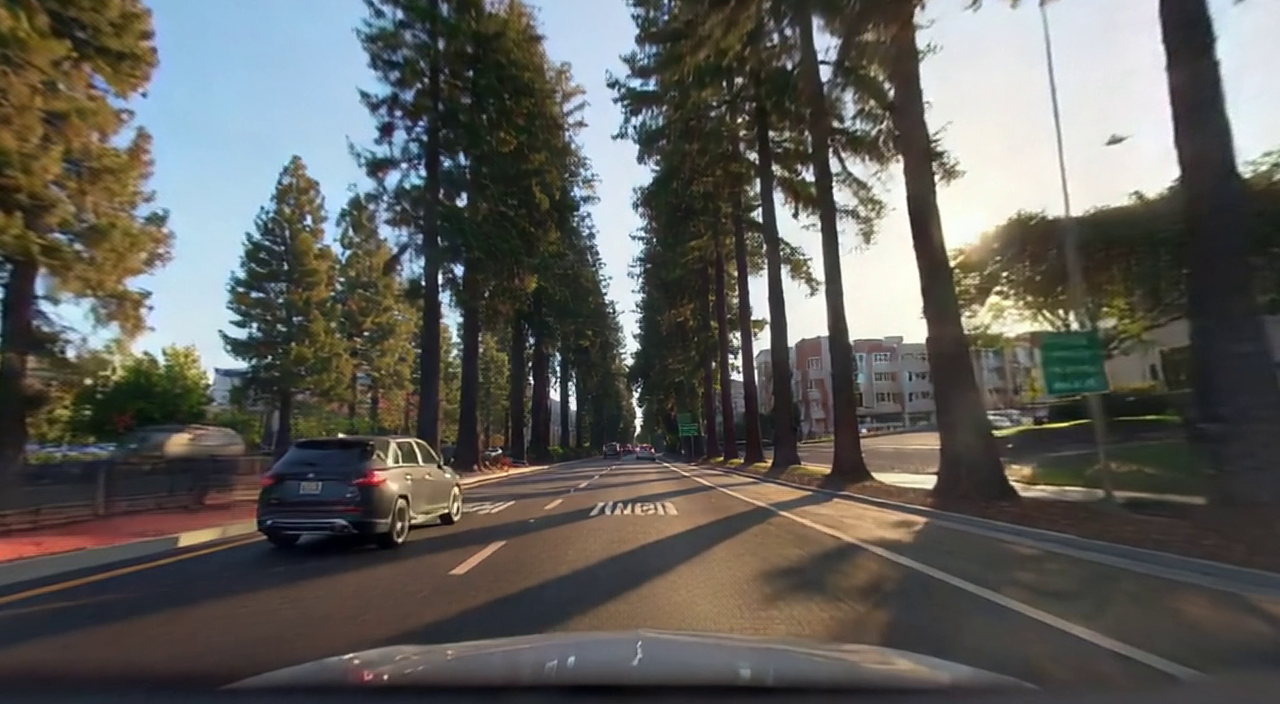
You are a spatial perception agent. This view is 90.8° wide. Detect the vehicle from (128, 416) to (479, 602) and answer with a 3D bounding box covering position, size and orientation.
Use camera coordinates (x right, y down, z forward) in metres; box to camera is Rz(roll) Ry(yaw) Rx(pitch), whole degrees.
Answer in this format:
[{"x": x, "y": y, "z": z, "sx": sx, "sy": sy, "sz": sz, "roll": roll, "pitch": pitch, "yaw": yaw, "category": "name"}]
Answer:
[{"x": -3.464, "y": 1.676, "z": 7.643, "sx": 1.942, "sy": 1.588, "sz": 4.172, "roll": 0, "pitch": -9, "yaw": 0, "category": "vehicle"}]
